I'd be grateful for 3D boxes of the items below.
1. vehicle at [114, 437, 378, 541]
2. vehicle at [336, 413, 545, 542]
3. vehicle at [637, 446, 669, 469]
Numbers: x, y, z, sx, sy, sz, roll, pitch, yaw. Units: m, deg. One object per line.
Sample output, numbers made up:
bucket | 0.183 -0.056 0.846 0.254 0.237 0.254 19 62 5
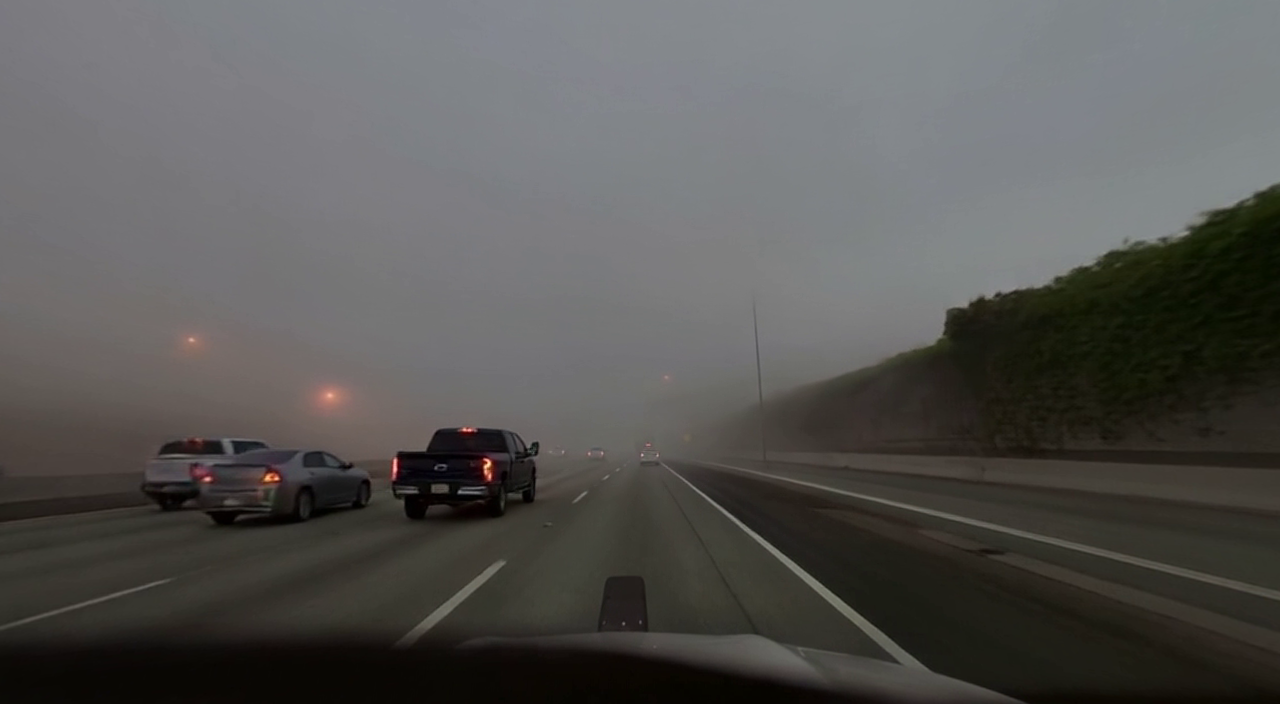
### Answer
vehicle | -6.590 2.302 11.293 1.887 1.475 4.316 0 -9 1
vehicle | -3.172 2.127 11.339 2.124 1.787 4.830 0 -9 0
vehicle | 0.836 7.017 42.174 2.073 1.480 4.343 0 -9 0
